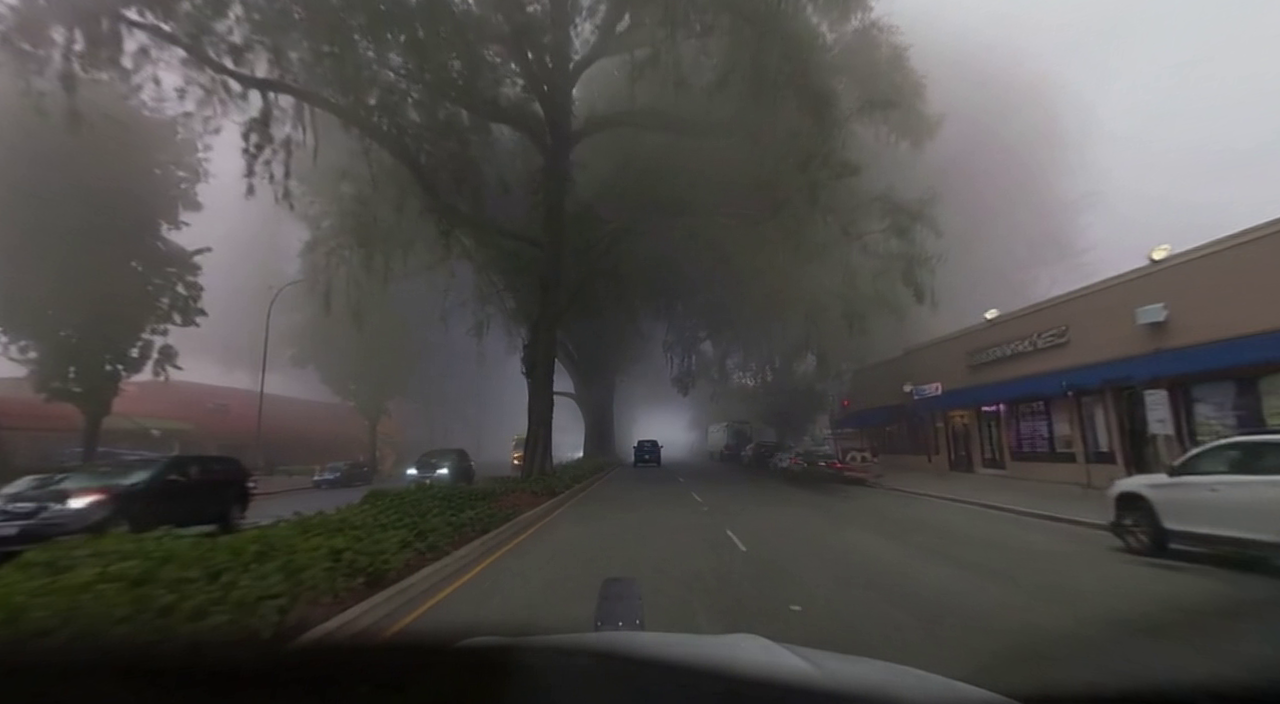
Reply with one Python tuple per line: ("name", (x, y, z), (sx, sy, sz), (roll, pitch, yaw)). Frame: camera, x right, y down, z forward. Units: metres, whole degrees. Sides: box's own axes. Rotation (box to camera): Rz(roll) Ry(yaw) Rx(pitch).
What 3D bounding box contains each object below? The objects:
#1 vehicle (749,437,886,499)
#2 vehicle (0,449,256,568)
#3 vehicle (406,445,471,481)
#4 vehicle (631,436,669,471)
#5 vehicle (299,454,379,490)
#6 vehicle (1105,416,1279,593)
("vehicle", (5.372, 3.568, 19.964), (2.114, 1.697, 4.739), (2, -9, -13))
("vehicle", (-8.598, 2.370, 10.344), (1.982, 1.505, 4.065), (0, -9, 1))
("vehicle", (-11.505, 6.342, 36.432), (2.127, 1.909, 4.830), (0, -9, 0))
("vehicle", (0.658, 6.388, 39.843), (2.293, 2.036, 4.853), (0, -9, 2))
("vehicle", (-15.870, 6.319, 33.587), (1.950, 1.740, 4.433), (-1, -9, 2))
("vehicle", (7.290, 1.498, 6.227), (2.004, 1.714, 4.356), (0, -9, -1))
